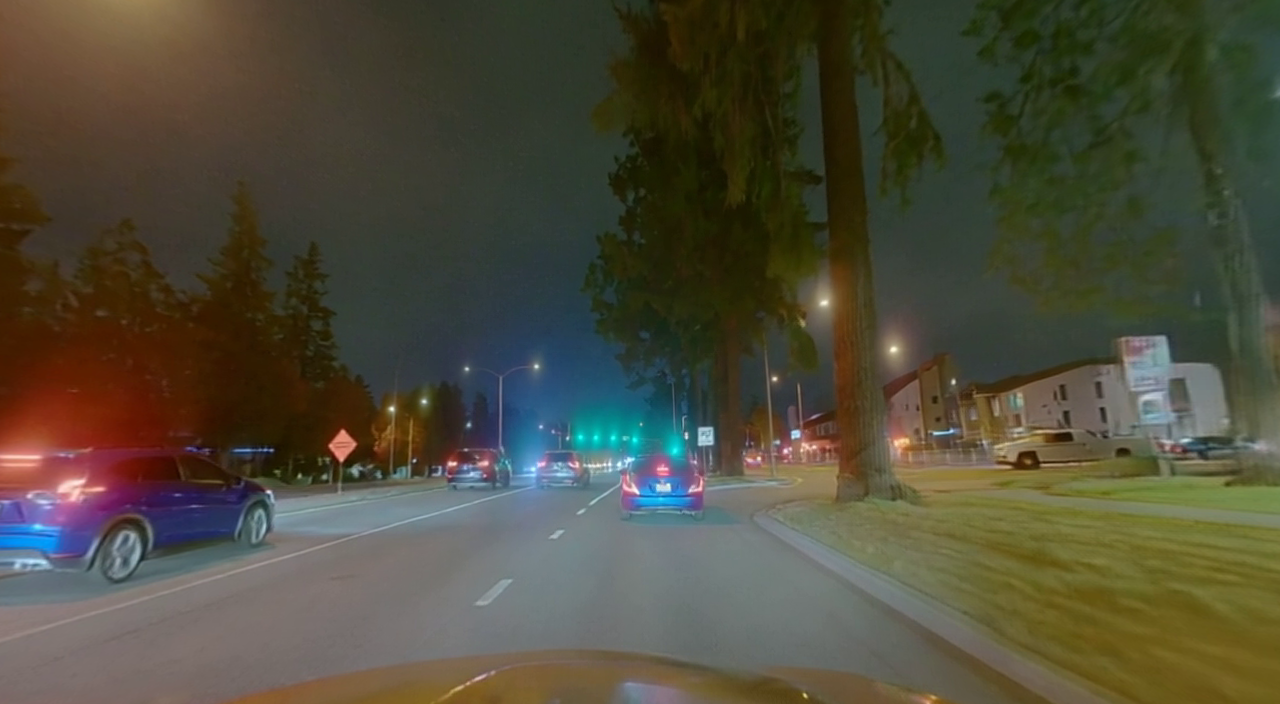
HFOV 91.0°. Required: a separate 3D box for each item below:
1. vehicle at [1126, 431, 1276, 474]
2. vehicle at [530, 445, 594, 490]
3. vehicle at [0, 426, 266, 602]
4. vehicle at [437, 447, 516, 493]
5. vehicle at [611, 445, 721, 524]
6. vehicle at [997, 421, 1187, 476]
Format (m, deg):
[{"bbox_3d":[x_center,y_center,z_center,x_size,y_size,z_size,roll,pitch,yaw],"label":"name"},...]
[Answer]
[{"bbox_3d":[22.257,4.010,25.136,4.220,1.550,1.935,-8,-12,43],"label":"vehicle"},{"bbox_3d":[-3.241,4.925,27.281,2.055,1.725,4.732,0,-9,1],"label":"vehicle"},{"bbox_3d":[-7.050,1.842,7.957,1.968,1.657,4.230,0,-9,1],"label":"vehicle"},{"bbox_3d":[-6.860,4.964,26.976,2.032,1.767,4.549,0,-9,1],"label":"vehicle"},{"bbox_3d":[0.518,2.831,14.053,2.091,1.494,3.962,0,-8,1],"label":"vehicle"},{"bbox_3d":[18.003,3.870,25.337,5.852,1.962,2.323,-8,-11,41],"label":"vehicle"}]
